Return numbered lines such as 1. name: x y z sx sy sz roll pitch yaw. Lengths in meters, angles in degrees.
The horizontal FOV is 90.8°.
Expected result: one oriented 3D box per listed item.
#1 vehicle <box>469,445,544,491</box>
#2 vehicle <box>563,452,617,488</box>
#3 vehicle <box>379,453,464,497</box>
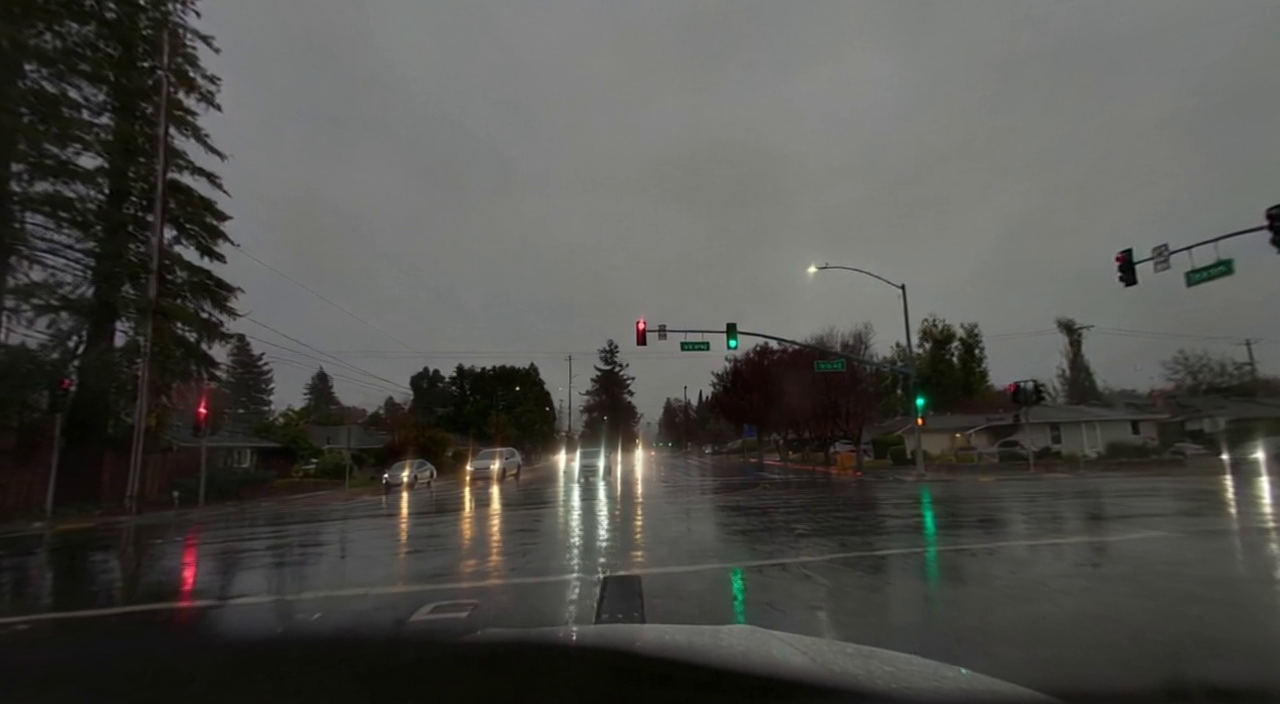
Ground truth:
1. vehicle: -6.183 5.429 30.058 2.479 1.977 5.254 0 -9 -1
2. vehicle: -2.196 5.356 29.133 2.174 1.477 4.805 0 -9 -1
3. vehicle: -9.963 5.612 29.265 2.241 1.819 4.690 0 -9 -1
